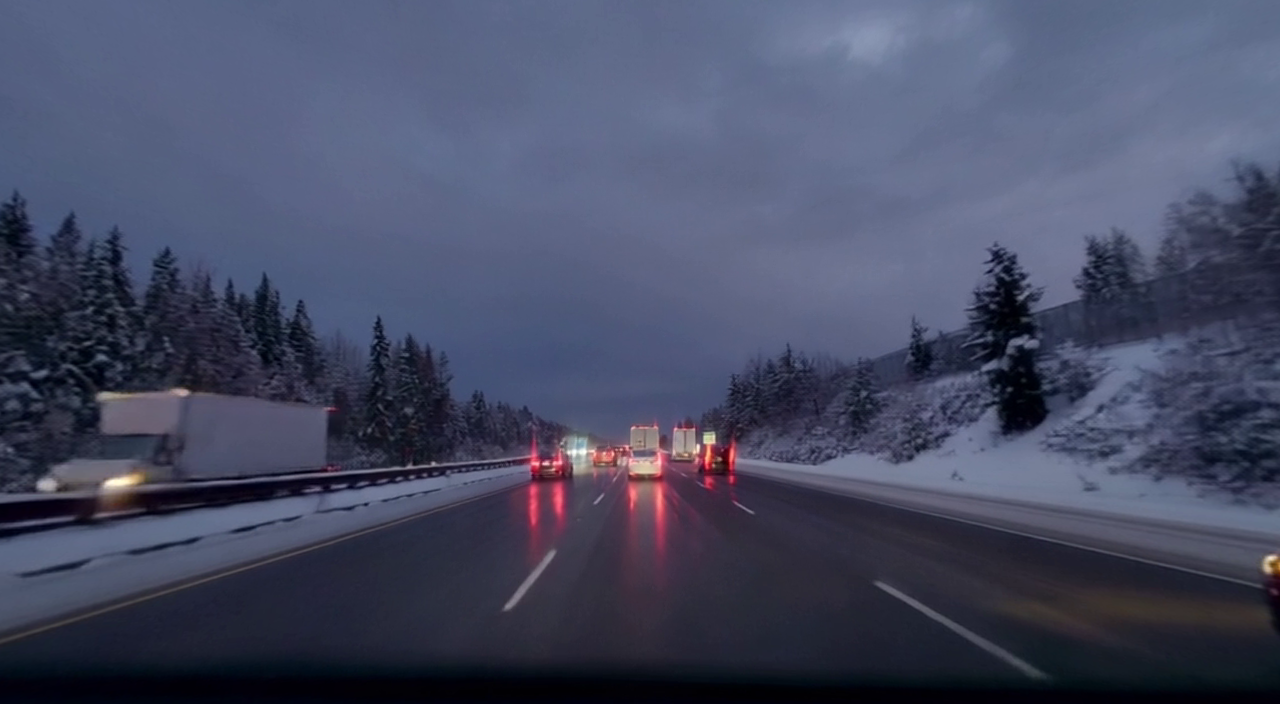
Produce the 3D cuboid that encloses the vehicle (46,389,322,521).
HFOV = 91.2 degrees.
[{"bbox_3d":[-12.661,2.992,18.472,2.653,3.121,6.846,-1,-9,3],"label":"vehicle"}]

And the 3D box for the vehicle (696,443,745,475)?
[{"bbox_3d":[4.294,5.789,34.053,2.018,1.639,4.149,0,-9,-1],"label":"vehicle"}]

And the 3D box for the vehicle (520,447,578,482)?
[{"bbox_3d":[-4.094,5.153,28.984,1.967,1.473,4.439,0,-9,1],"label":"vehicle"}]

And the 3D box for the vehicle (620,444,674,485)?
[{"bbox_3d":[0.256,4.573,25.797,2.015,1.526,4.286,0,-9,0],"label":"vehicle"}]
